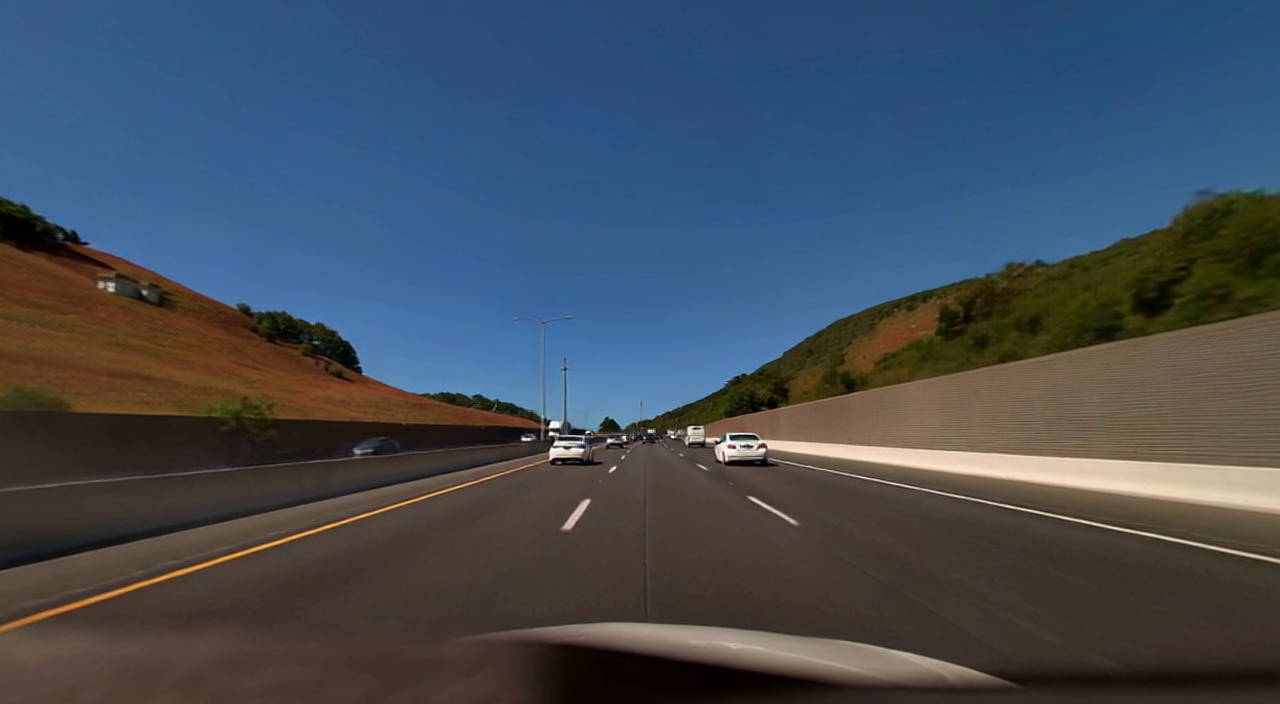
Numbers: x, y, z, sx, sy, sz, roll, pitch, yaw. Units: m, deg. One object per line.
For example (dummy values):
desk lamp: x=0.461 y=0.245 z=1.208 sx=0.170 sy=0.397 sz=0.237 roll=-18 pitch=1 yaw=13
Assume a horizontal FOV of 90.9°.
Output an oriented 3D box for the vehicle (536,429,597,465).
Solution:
vehicle: x=-3.219 y=4.210 z=28.304 sx=2.204 sy=1.486 sz=4.121 roll=0 pitch=-8 yaw=1

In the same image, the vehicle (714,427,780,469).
vehicle: x=3.989 y=3.629 z=23.979 sx=1.806 sy=1.469 sz=3.681 roll=0 pitch=-8 yaw=-1
